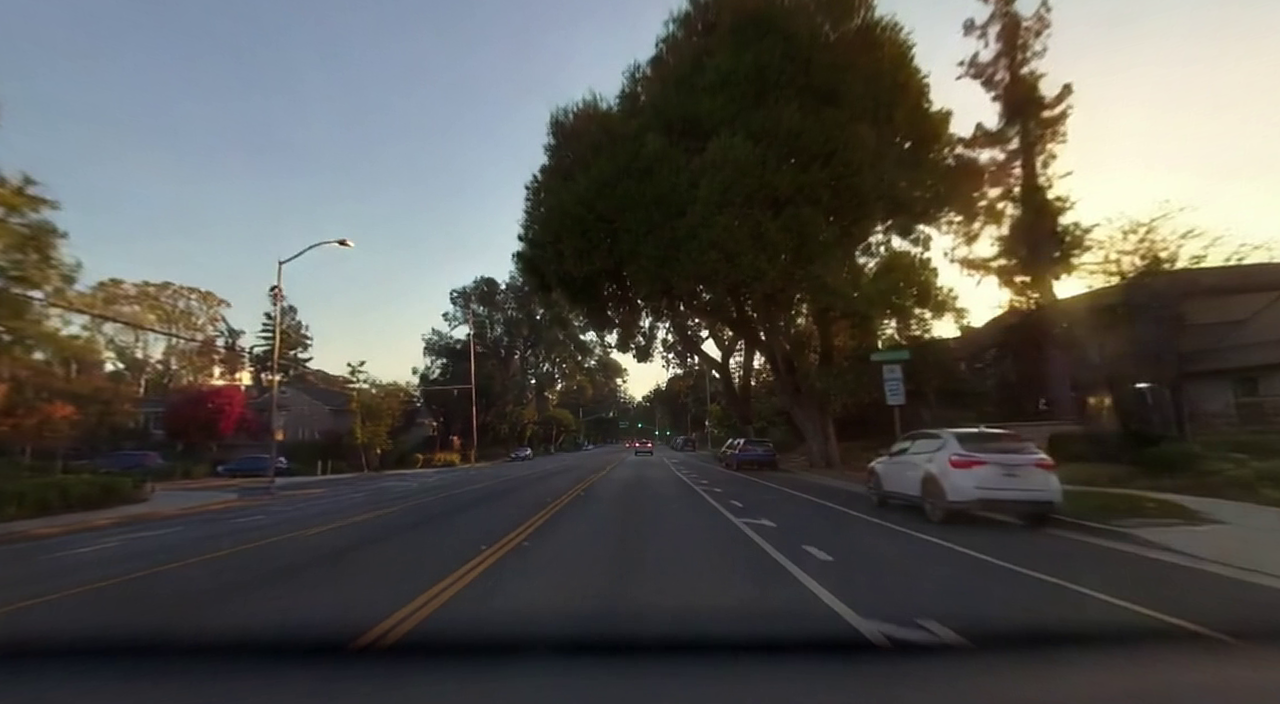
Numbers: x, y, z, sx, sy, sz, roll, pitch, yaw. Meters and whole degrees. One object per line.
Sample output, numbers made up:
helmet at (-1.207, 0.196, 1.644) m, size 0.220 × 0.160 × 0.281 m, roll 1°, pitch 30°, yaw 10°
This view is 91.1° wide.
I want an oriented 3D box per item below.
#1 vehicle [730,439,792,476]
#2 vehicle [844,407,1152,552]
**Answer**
vehicle at (5.362, 4.720, 28.333) m, size 1.851 × 1.487 × 4.566 m, roll 0°, pitch -9°, yaw 0°
vehicle at (5.108, 1.895, 10.021) m, size 2.140 × 1.739 × 4.721 m, roll 0°, pitch -9°, yaw 1°
